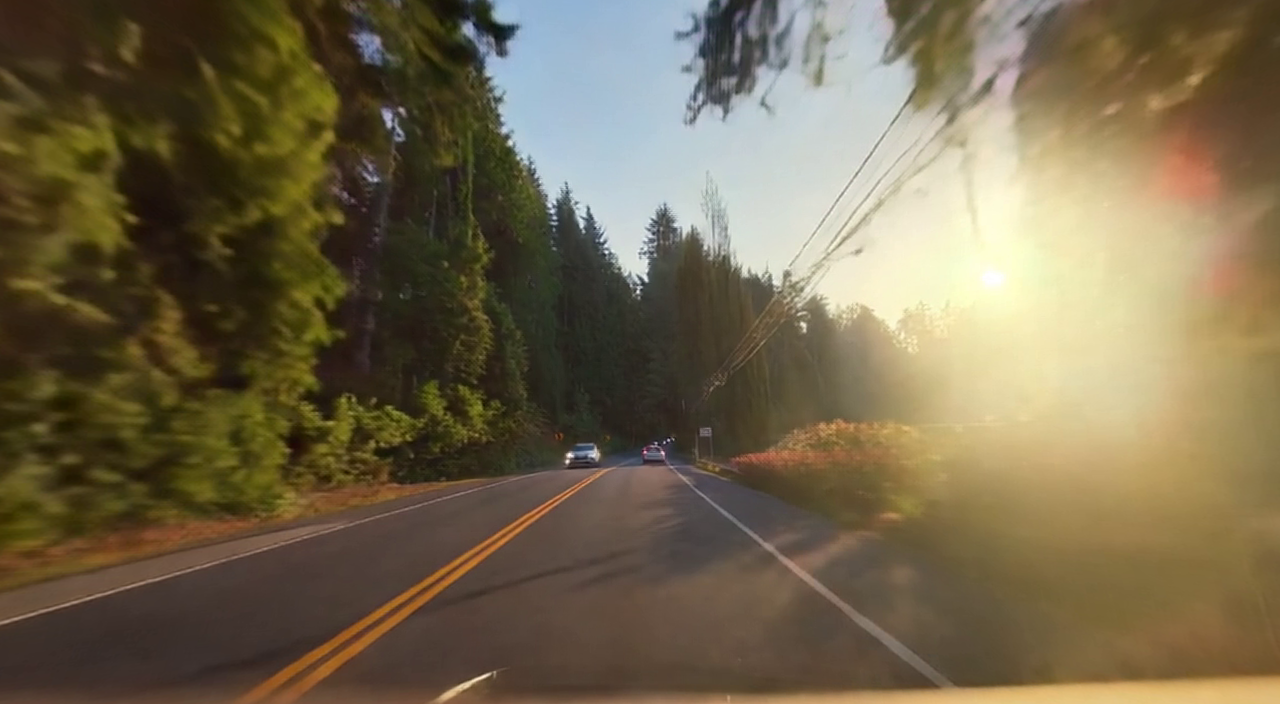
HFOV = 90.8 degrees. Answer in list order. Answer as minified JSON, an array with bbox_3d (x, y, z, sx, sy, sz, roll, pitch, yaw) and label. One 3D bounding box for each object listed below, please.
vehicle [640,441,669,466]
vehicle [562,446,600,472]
[{"bbox_3d":[1.091,7.632,47.401,2.083,1.767,4.448,0,-9,1],"label":"vehicle"},{"bbox_3d":[-3.589,6.537,38.827,1.894,1.537,3.642,0,-9,1],"label":"vehicle"}]
